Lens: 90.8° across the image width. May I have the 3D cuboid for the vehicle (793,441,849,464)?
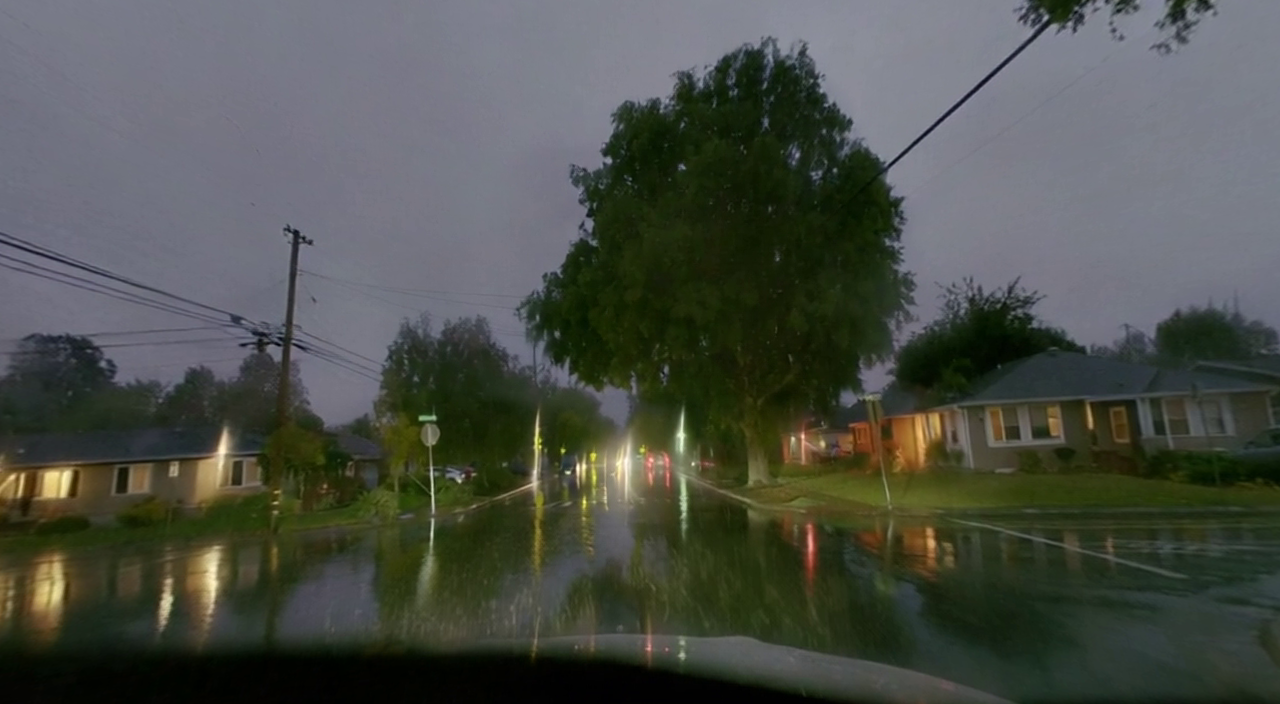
[{"bbox_3d":[12.433,6.926,43.518,3.563,1.551,1.916,-2,-8,12],"label":"vehicle"}]

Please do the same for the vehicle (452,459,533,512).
[{"bbox_3d":[-6.200,5.627,27.068,2.149,1.823,4.613,-6,-10,1],"label":"vehicle"}]

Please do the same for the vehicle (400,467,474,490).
[{"bbox_3d":[-14.200,8.859,44.211,4.601,1.486,1.876,-2,-8,12],"label":"vehicle"}]

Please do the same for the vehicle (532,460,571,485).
[{"bbox_3d":[-6.558,8.933,46.976,2.133,1.525,4.401,-4,-9,0],"label":"vehicle"}]
